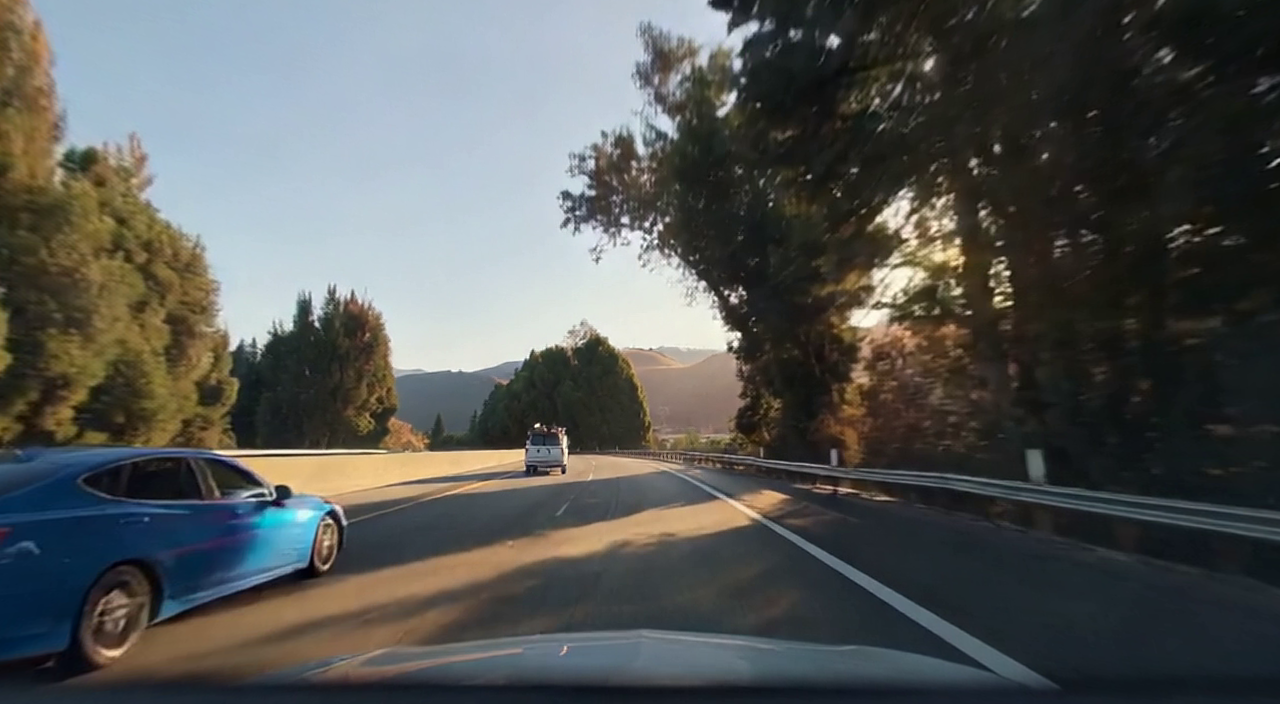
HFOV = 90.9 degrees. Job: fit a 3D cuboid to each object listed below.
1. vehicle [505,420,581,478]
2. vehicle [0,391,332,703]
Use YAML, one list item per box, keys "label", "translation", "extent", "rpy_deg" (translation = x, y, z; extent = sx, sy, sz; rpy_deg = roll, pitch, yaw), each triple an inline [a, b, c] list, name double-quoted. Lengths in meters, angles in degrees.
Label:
- label: "vehicle"
  translation: [-3.977, 4.147, 27.014]
  extent: [2.444, 2.204, 5.568]
  rpy_deg: [0, -8, -1]
- label: "vehicle"
  translation: [-4.133, 1.067, 3.850]
  extent: [2.097, 1.511, 4.585]
  rpy_deg: [0, -8, 1]
